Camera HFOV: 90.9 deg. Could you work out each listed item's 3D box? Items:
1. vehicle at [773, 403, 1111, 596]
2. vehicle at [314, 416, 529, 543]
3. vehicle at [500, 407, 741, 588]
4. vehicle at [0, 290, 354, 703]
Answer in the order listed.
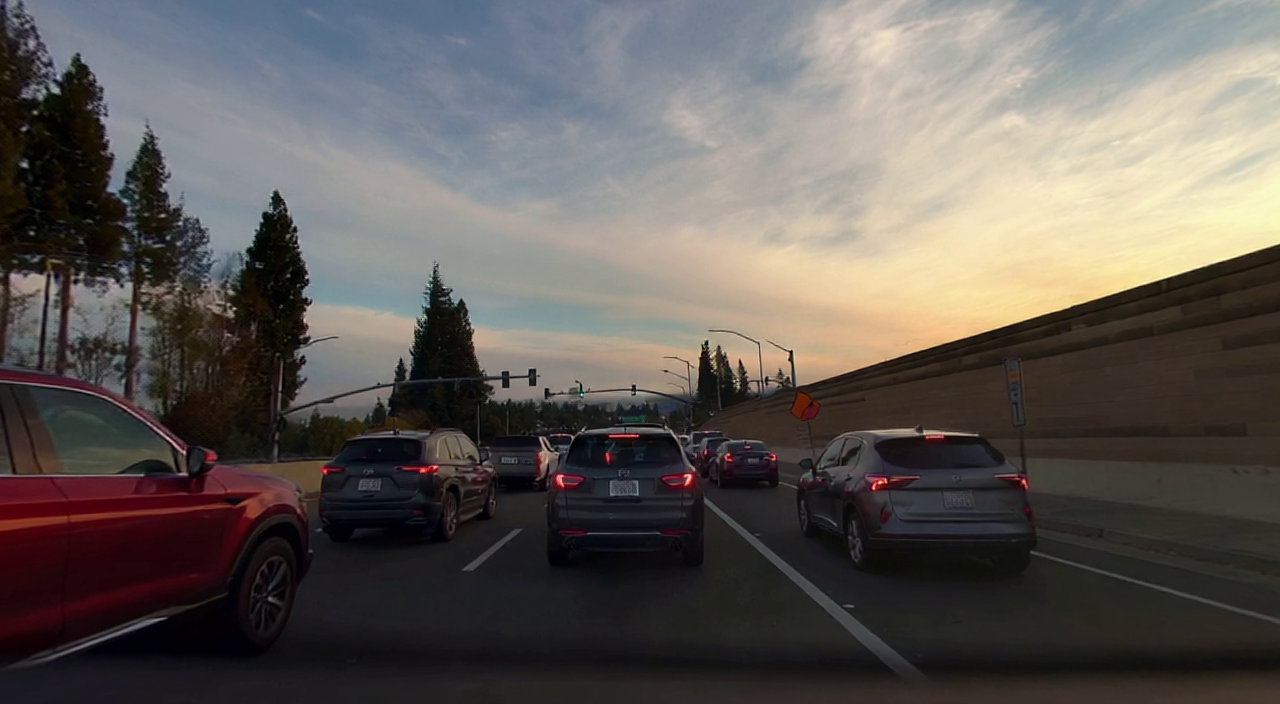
[{"bbox_3d":[3.147,1.619,7.806,2.029,1.702,4.281,0,-8,0],"label":"vehicle"},{"bbox_3d":[-3.492,2.135,11.235,2.067,1.759,4.631,0,-8,1],"label":"vehicle"},{"bbox_3d":[-0.150,1.655,7.939,2.245,1.677,3.913,0,-8,1],"label":"vehicle"},{"bbox_3d":[-3.512,0.828,3.110,2.070,1.913,4.450,0,-8,0],"label":"vehicle"}]
